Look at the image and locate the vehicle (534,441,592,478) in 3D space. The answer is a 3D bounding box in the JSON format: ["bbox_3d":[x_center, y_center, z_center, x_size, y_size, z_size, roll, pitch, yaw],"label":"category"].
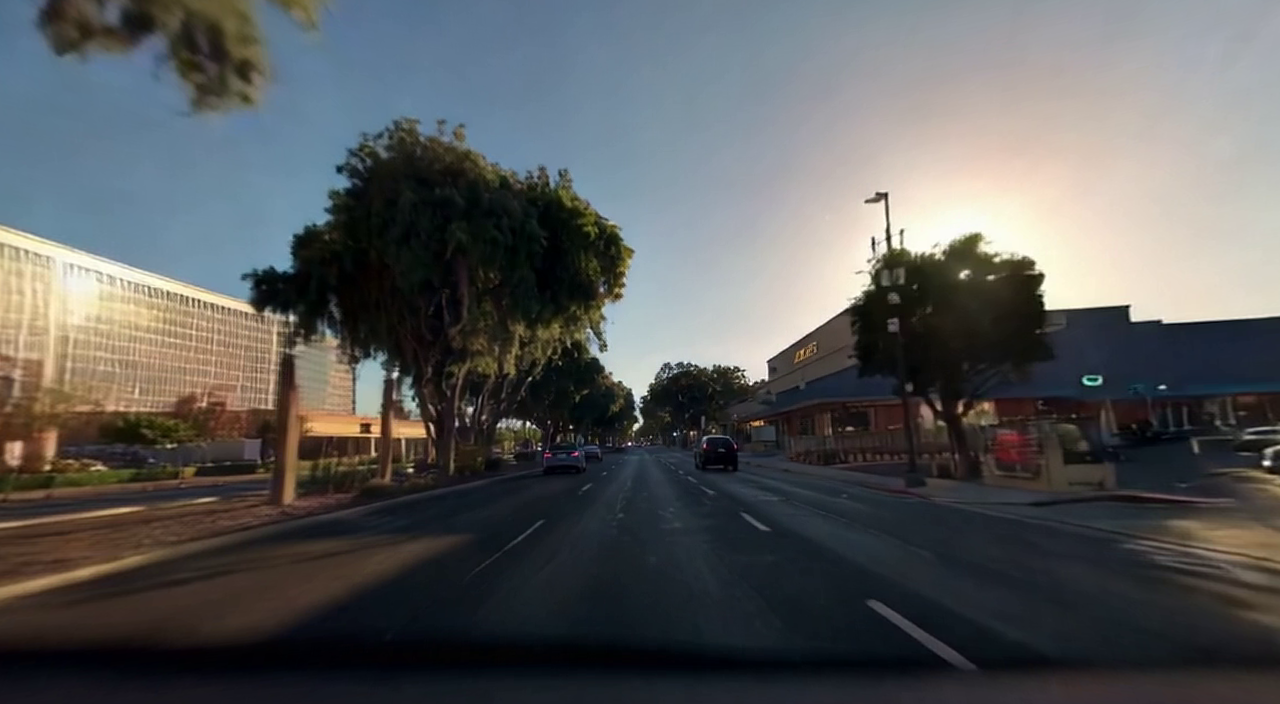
[{"bbox_3d":[-3.293,4.673,27.752,2.005,1.477,4.169,0,-8,0],"label":"vehicle"}]

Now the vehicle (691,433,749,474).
[{"bbox_3d":[3.643,4.736,29.558,2.083,1.743,4.354,0,-8,-1],"label":"vehicle"}]
